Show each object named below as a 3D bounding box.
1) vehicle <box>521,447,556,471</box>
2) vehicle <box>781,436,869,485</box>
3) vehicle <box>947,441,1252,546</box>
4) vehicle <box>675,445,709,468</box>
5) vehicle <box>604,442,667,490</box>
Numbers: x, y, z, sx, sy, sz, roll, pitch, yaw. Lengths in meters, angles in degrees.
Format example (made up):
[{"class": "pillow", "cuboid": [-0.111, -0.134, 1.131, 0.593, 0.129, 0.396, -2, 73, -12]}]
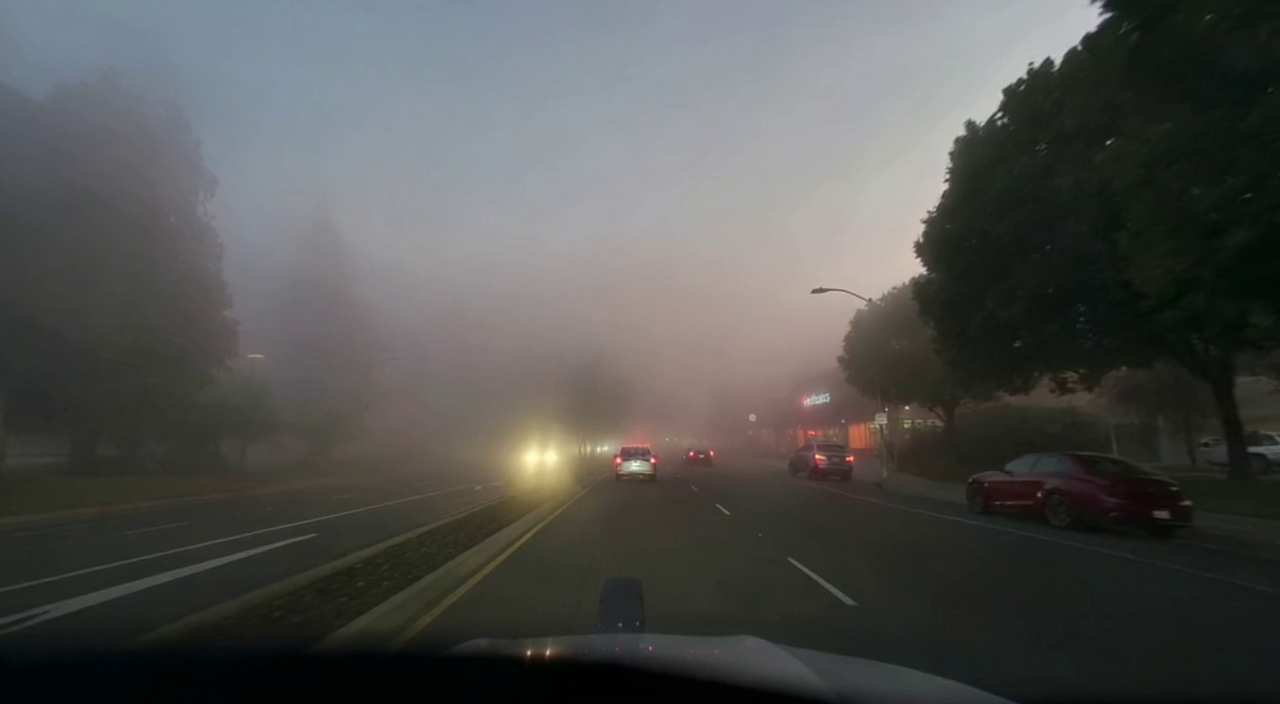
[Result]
[{"class": "vehicle", "cuboid": [-6.809, 7.206, 42.788, 1.999, 1.531, 4.011, 0, -9, -4]}, {"class": "vehicle", "cuboid": [7.531, 4.462, 26.338, 2.165, 1.787, 5.231, 0, -9, 1]}, {"class": "vehicle", "cuboid": [7.747, 2.387, 11.450, 1.942, 1.473, 4.742, 0, -9, 0]}, {"class": "vehicle", "cuboid": [3.493, 7.051, 42.831, 1.910, 1.474, 4.003, 0, -9, -1]}, {"class": "vehicle", "cuboid": [-0.166, 3.871, 21.748, 2.006, 1.487, 3.535, 0, -9, -1]}]
